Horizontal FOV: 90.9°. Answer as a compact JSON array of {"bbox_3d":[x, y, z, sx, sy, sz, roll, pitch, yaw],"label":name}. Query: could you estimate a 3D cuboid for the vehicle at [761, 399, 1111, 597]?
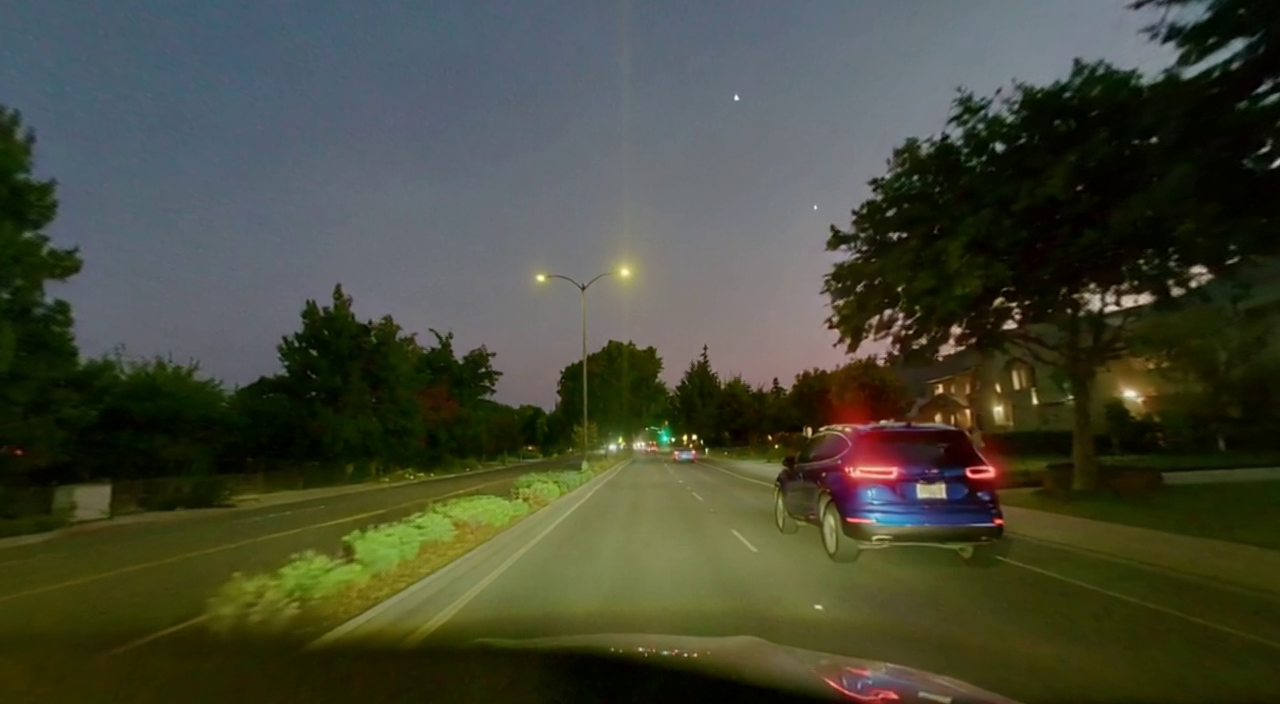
[{"bbox_3d":[3.120,1.666,8.077,2.180,1.773,4.639,0,-9,0],"label":"vehicle"}]
